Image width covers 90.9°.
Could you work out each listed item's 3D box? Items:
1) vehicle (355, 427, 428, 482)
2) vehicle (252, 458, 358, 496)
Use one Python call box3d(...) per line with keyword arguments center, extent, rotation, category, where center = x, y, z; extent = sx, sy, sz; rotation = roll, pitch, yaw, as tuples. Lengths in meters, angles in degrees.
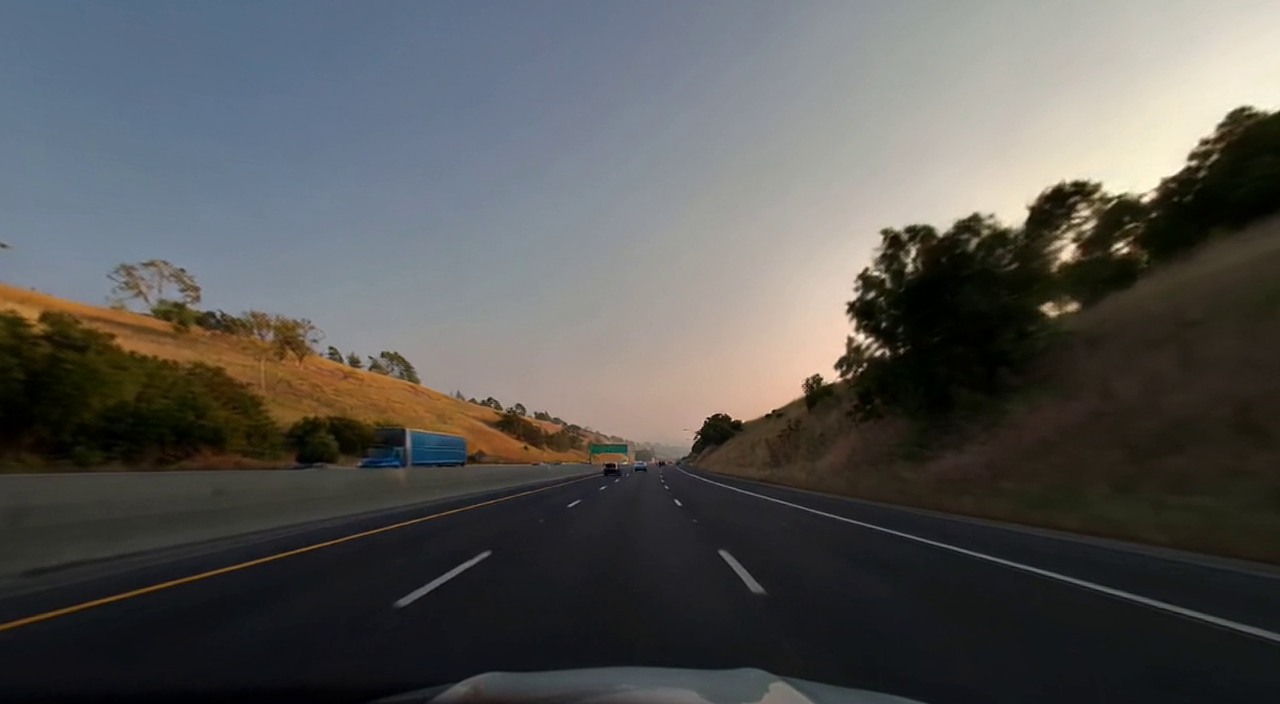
box3d(center=(-19.333, 8.103, 49.461), extent=(2.984, 3.962, 5.856), rotation=(0, -11, 2), category="vehicle")
box3d(center=(-14.670, 5.530, 27.959), extent=(1.909, 1.501, 4.809), rotation=(0, -11, 2), category="vehicle")
